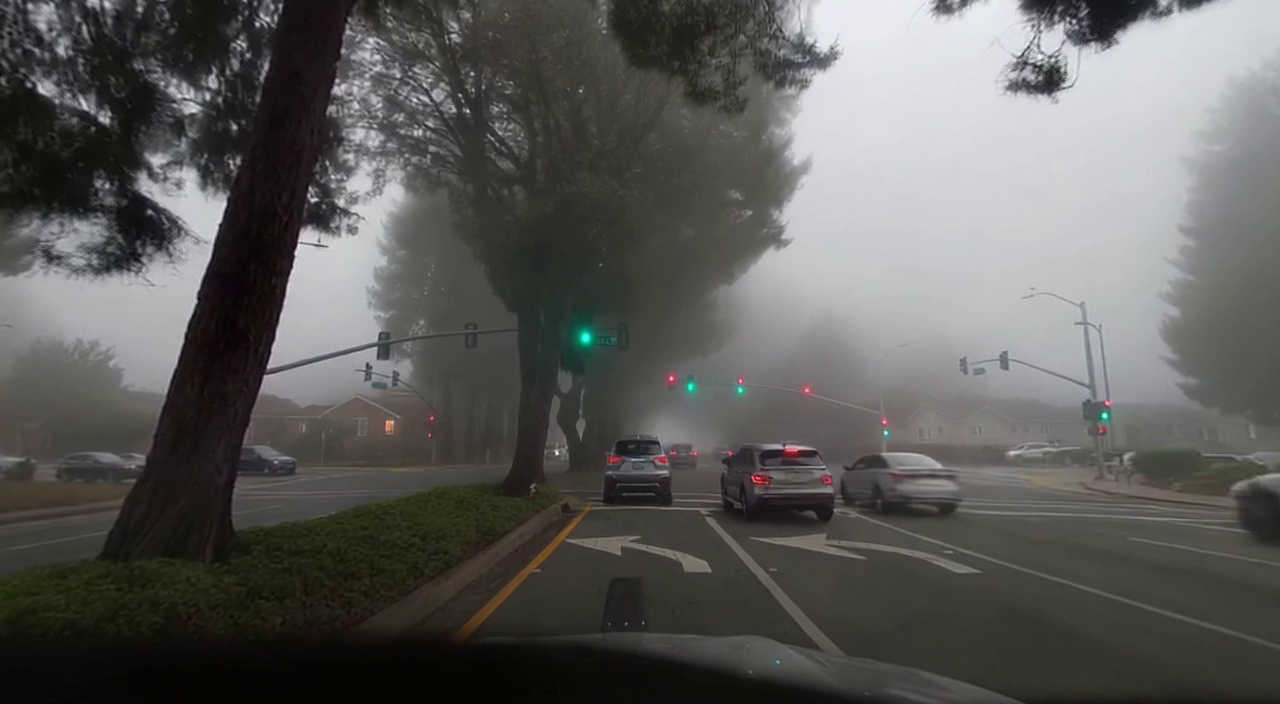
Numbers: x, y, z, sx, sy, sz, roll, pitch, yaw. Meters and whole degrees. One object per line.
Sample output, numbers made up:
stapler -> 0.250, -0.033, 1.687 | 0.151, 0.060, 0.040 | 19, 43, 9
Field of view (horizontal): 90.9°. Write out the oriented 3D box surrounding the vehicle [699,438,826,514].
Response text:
vehicle -> 2.635, 2.792, 14.740 | 2.009, 1.480, 4.423 | 0, -8, -1

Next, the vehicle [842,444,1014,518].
vehicle -> 6.402, 2.866, 14.684 | 1.900, 1.440, 4.466 | 0, -8, 0

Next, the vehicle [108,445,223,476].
vehicle -> -26.328, 6.013, 35.107 | 4.724, 1.630, 1.968 | 0, -8, -2

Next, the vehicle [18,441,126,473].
vehicle -> -36.832, 6.810, 40.968 | 4.771, 1.778, 2.032 | 3, -8, -3

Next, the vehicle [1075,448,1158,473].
vehicle -> 33.146, 7.549, 43.921 | 4.215, 1.618, 1.949 | 0, -8, -2

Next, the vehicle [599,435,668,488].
vehicle -> -0.345, 3.920, 22.889 | 2.099, 1.705, 4.020 | 1, -8, -6

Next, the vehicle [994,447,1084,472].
vehicle -> 29.719, 8.029, 47.065 | 5.366, 1.653, 2.044 | 1, -9, -1
